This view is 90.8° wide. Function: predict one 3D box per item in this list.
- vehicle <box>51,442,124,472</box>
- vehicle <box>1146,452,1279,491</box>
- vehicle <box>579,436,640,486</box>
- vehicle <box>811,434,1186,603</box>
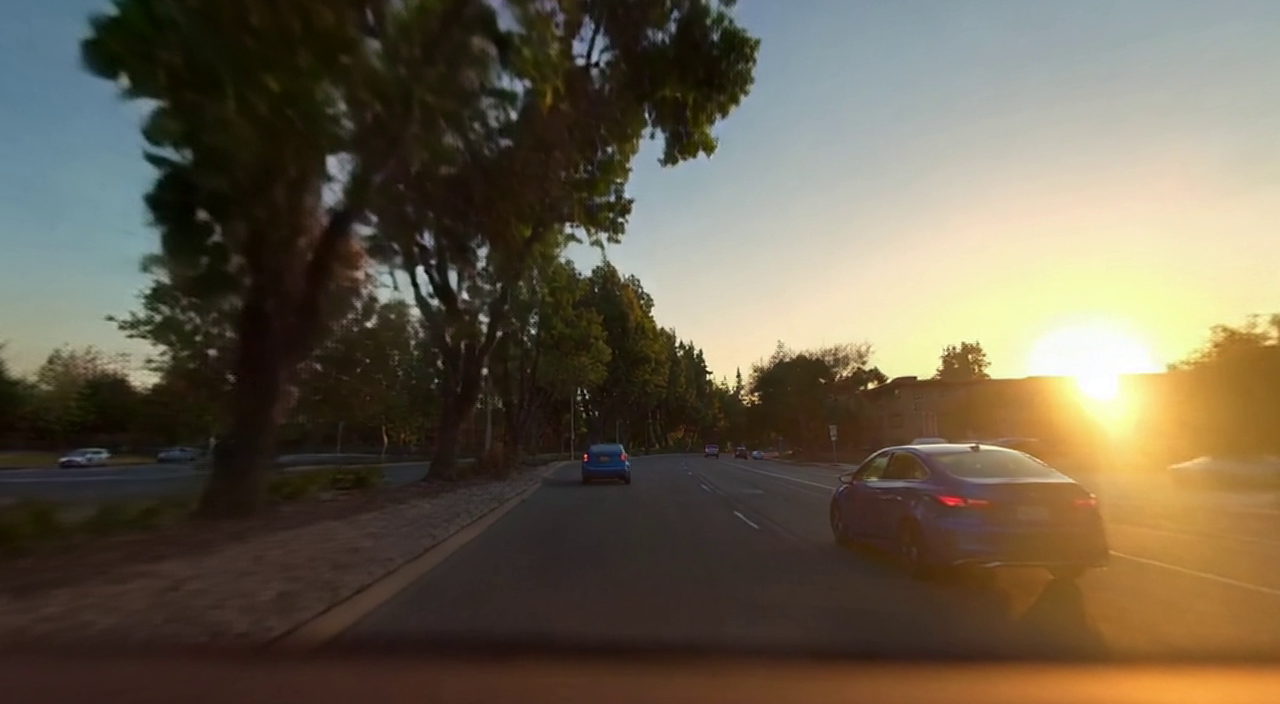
[{"bbox_3d":[-38.604,7.303,44.283,2.113,1.937,4.491,3,-9,-18],"label":"vehicle"},{"bbox_3d":[22.911,4.667,25.030,1.666,1.358,4.131,2,-9,-16],"label":"vehicle"},{"bbox_3d":[-1.176,4.065,23.845,2.085,1.693,4.301,0,-8,-3],"label":"vehicle"},{"bbox_3d":[3.665,1.748,7.626,1.918,1.418,4.360,0,-8,-1],"label":"vehicle"}]
